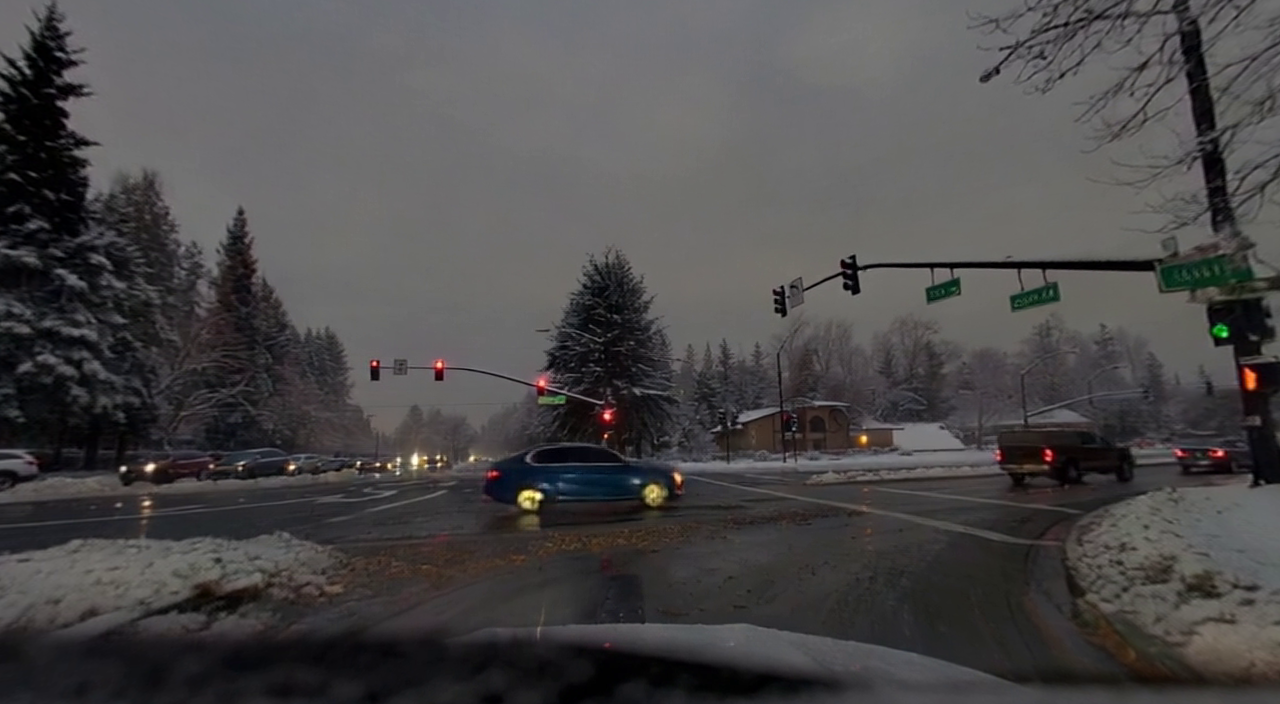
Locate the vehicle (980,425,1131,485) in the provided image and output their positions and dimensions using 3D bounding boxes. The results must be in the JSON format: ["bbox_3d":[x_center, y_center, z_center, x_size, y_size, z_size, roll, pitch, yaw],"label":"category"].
[{"bbox_3d":[15.316,3.742,23.175,5.896,1.937,2.358,5,-10,-33],"label":"vehicle"}]

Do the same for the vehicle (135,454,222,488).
[{"bbox_3d":[-25.651,6.584,35.343,2.081,1.670,4.376,1,-9,-9],"label":"vehicle"}]

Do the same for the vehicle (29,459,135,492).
[{"bbox_3d":[-29.049,6.415,33.137,1.965,1.448,4.553,1,-9,-10],"label":"vehicle"}]

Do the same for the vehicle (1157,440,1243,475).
[{"bbox_3d":[26.135,4.883,29.446,4.728,1.471,1.957,6,-11,-37],"label":"vehicle"}]

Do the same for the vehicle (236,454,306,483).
[{"bbox_3d":[-22.235,7.008,38.306,2.020,1.615,4.656,1,-9,-9],"label":"vehicle"}]

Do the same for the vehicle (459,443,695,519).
[{"bbox_3d":[-1.282,2.732,13.713,4.702,1.468,1.999,0,-9,-3],"label":"vehicle"}]
